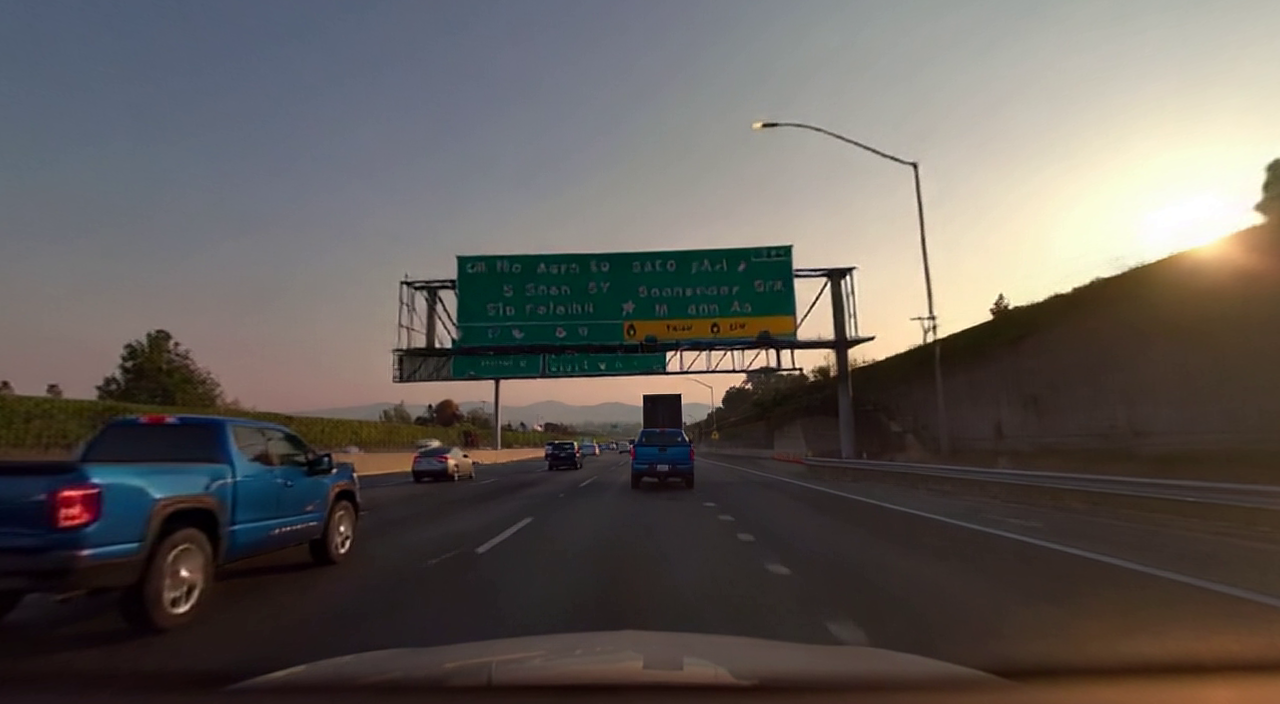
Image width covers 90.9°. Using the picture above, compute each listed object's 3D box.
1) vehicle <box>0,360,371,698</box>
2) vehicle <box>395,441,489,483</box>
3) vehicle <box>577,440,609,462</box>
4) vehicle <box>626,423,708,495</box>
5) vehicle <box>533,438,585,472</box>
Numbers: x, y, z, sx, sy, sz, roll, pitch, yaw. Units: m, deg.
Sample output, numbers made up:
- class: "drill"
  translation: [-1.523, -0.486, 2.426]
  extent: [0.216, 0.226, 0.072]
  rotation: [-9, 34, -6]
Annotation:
- class: "vehicle"
  translation: [-4.399, 1.241, 5.311]
  extent: [1.954, 1.792, 5.187]
  rotation: [0, -8, 0]
- class: "vehicle"
  translation: [-7.685, 4.303, 25.026]
  extent: [2.081, 1.463, 4.749]
  rotation: [0, -8, 1]
- class: "vehicle"
  translation: [-3.612, 7.640, 48.750]
  extent: [2.061, 1.584, 4.290]
  rotation: [0, -8, 1]
- class: "vehicle"
  translation: [0.640, 3.067, 18.437]
  extent: [2.083, 1.792, 4.782]
  rotation: [0, -8, -1]
- class: "vehicle"
  translation: [-4.136, 5.342, 32.959]
  extent: [1.961, 1.591, 4.756]
  rotation: [0, -8, 2]
